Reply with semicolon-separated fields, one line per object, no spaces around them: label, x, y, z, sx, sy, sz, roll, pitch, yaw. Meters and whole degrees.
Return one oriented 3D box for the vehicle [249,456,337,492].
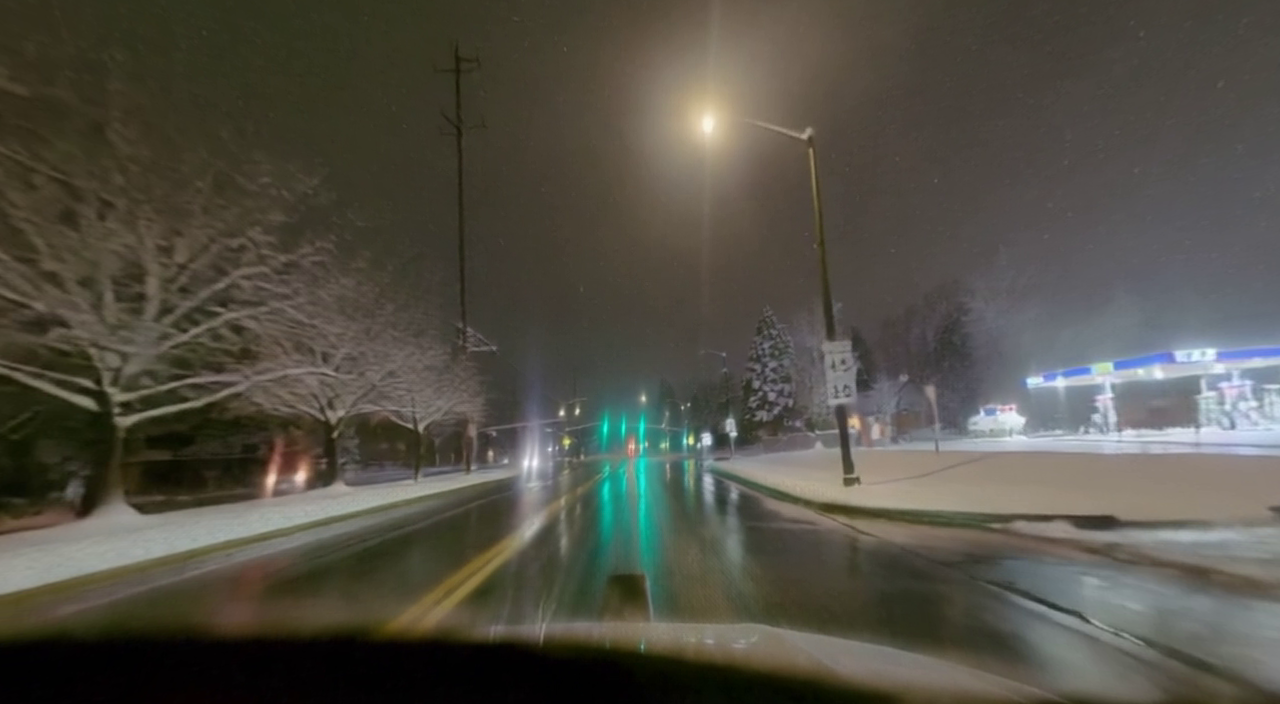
vehicle;-17.256;6.063;31.640;1.841;1.642;4.448;0;-9;1
